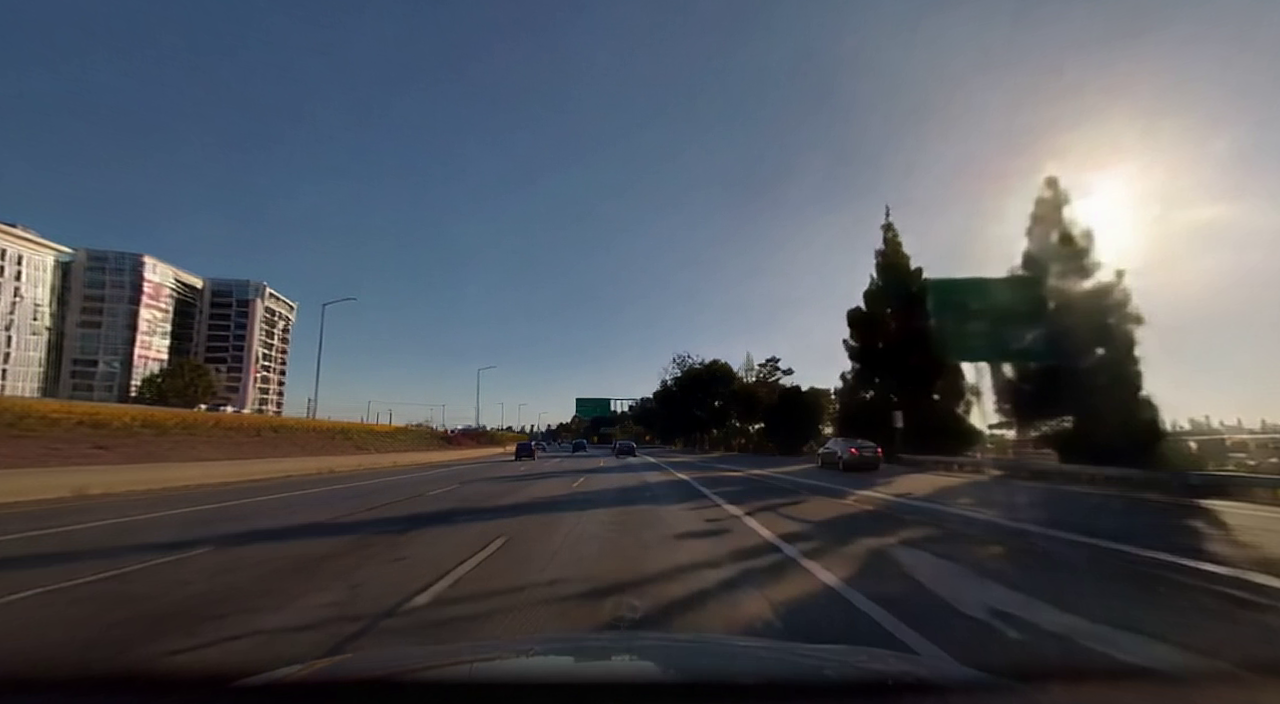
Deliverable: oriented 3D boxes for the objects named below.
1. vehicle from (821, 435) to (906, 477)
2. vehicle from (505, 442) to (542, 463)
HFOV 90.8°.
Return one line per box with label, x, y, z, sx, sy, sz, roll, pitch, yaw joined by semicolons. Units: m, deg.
vehicle;10.369;4.849;29.689;2.023;1.782;4.193;1;-9;-7
vehicle;-8.523;7.383;46.579;2.009;1.454;4.250;0;-9;-1
